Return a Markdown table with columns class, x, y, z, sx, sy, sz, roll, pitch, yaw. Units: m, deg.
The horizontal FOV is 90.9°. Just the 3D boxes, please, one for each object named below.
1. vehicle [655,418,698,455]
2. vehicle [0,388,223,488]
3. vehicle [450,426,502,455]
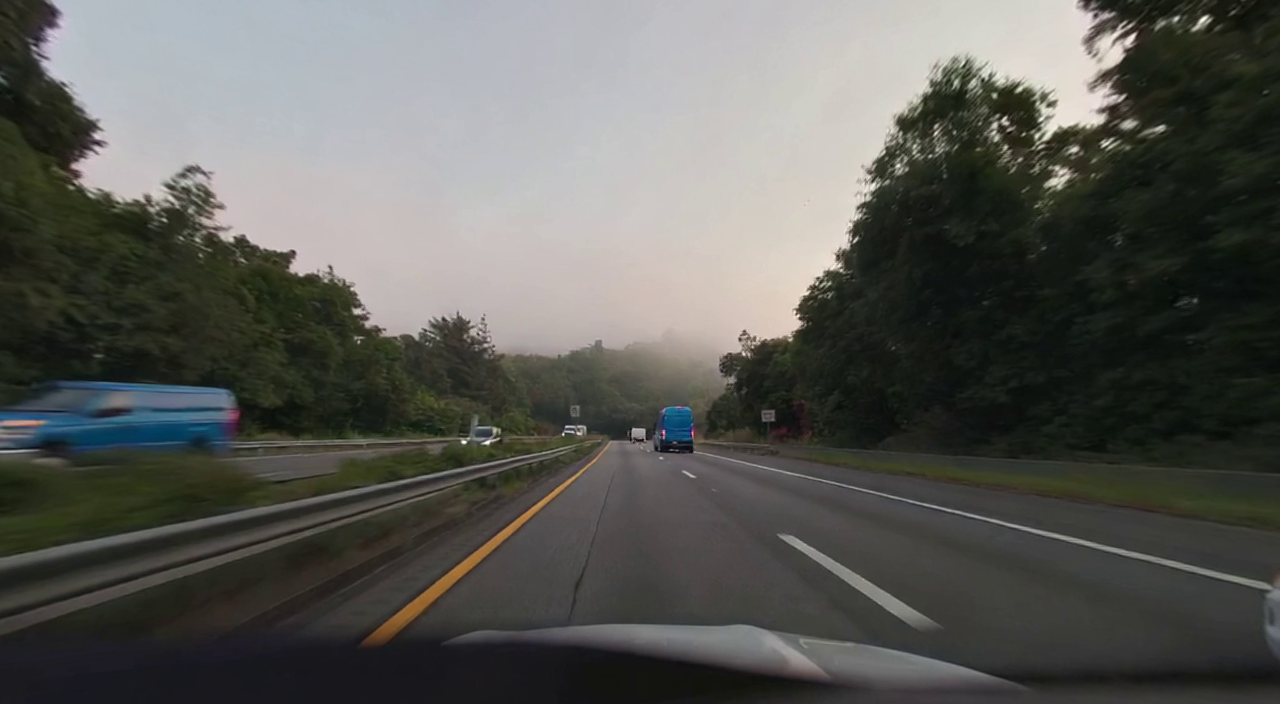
| class | x | y | z | sx | sy | sz | roll | pitch | yaw |
| --- | --- | --- | --- | --- | --- | --- | --- | --- | --- |
| vehicle | 2.639 | 6.378 | 47.646 | 2.570 | 2.596 | 6.082 | 0 | -8 | -3 |
| vehicle | -13.538 | 2.149 | 15.782 | 2.217 | 2.018 | 5.924 | 0 | -8 | -1 |
| vehicle | -9.345 | 5.081 | 36.148 | 1.908 | 1.543 | 4.174 | 0 | -8 | -1 |
